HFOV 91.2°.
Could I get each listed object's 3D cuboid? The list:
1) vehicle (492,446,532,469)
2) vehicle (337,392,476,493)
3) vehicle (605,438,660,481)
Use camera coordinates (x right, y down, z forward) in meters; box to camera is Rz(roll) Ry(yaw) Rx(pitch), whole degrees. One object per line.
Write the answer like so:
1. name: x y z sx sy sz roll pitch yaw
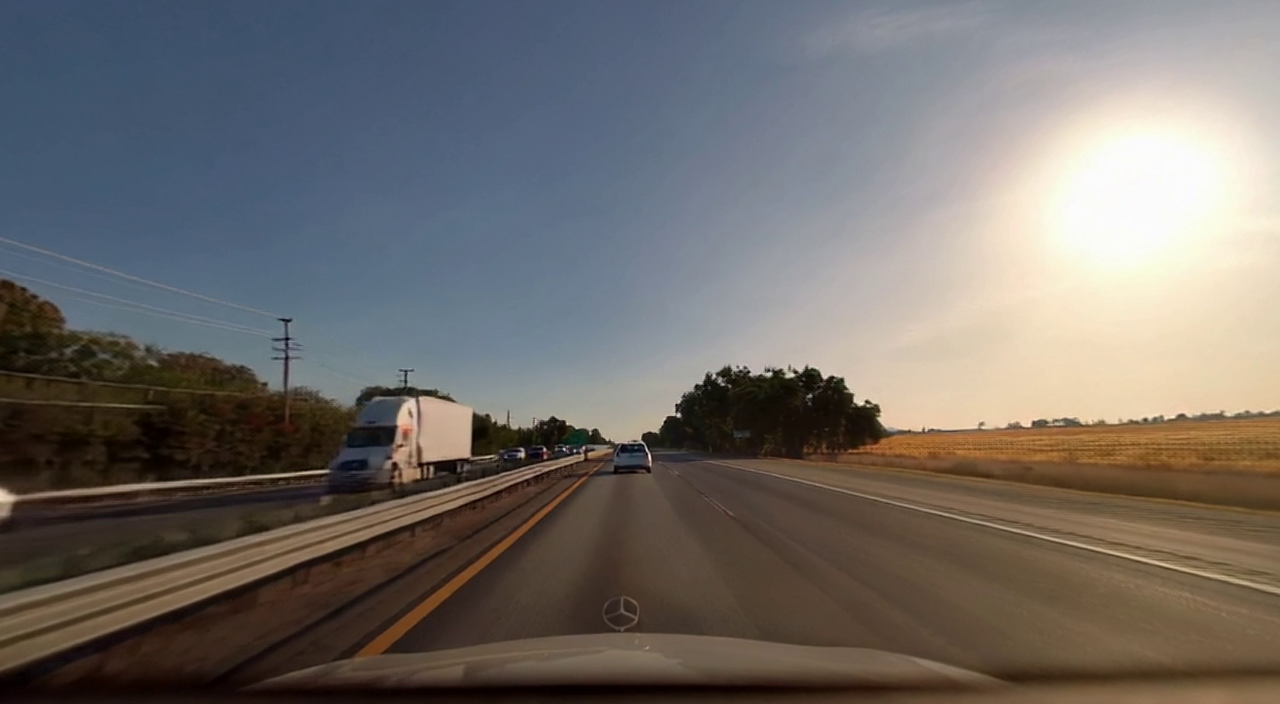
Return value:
1. vehicle: -9.126 7.538 44.977 1.923 1.545 4.492 0 -8 0
2. vehicle: -8.819 3.563 24.771 2.739 3.387 7.184 0 -8 -1
3. vehicle: -0.313 4.171 24.607 1.971 1.518 4.108 0 -8 -1
